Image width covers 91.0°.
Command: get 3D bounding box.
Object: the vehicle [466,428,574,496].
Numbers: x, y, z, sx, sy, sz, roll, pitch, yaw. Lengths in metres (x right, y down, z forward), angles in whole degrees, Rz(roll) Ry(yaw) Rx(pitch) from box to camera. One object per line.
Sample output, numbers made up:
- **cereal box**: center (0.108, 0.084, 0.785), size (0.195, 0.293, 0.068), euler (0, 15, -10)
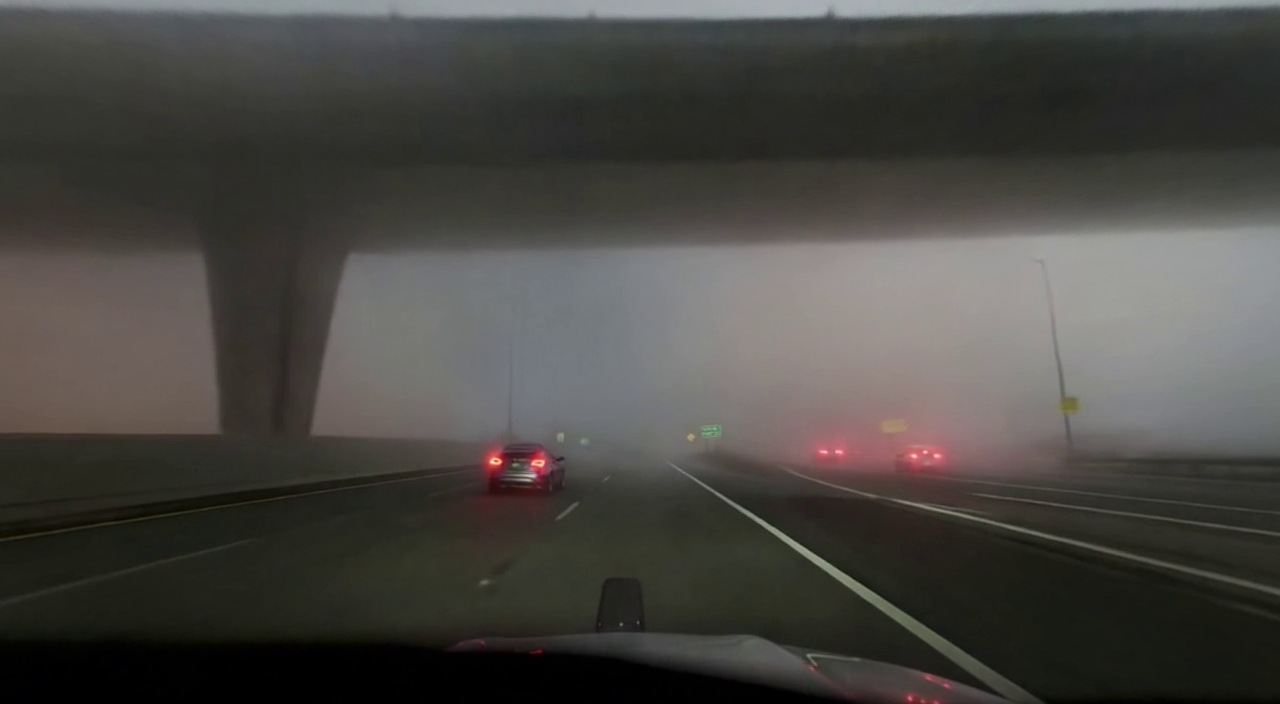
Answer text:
- **vehicle**: center (-3.338, 3.212, 18.641), size (2.203, 1.734, 4.600), euler (0, -9, 1)
